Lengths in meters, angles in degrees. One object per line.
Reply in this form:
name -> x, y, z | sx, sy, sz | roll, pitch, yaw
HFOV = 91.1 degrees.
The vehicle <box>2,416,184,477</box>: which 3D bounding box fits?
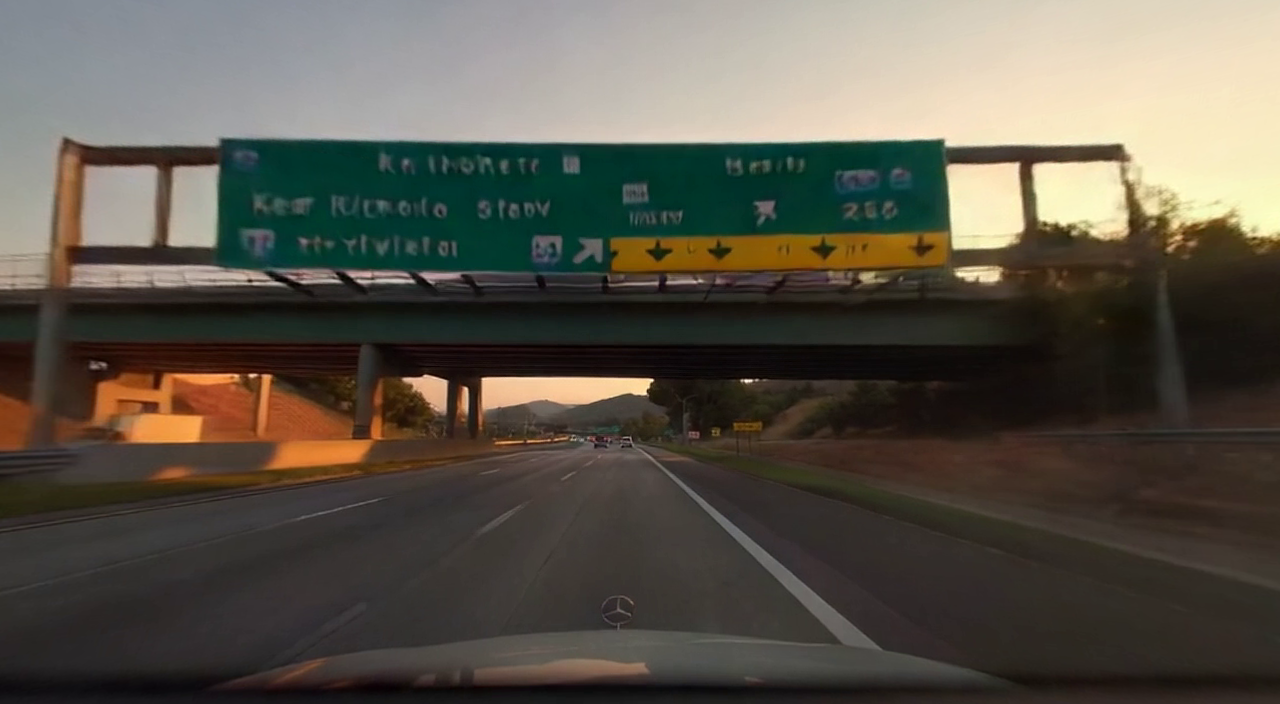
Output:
vehicle -> -25.742, 4.482, 30.178 | 2.329, 2.580, 7.176 | 0, -8, -1
